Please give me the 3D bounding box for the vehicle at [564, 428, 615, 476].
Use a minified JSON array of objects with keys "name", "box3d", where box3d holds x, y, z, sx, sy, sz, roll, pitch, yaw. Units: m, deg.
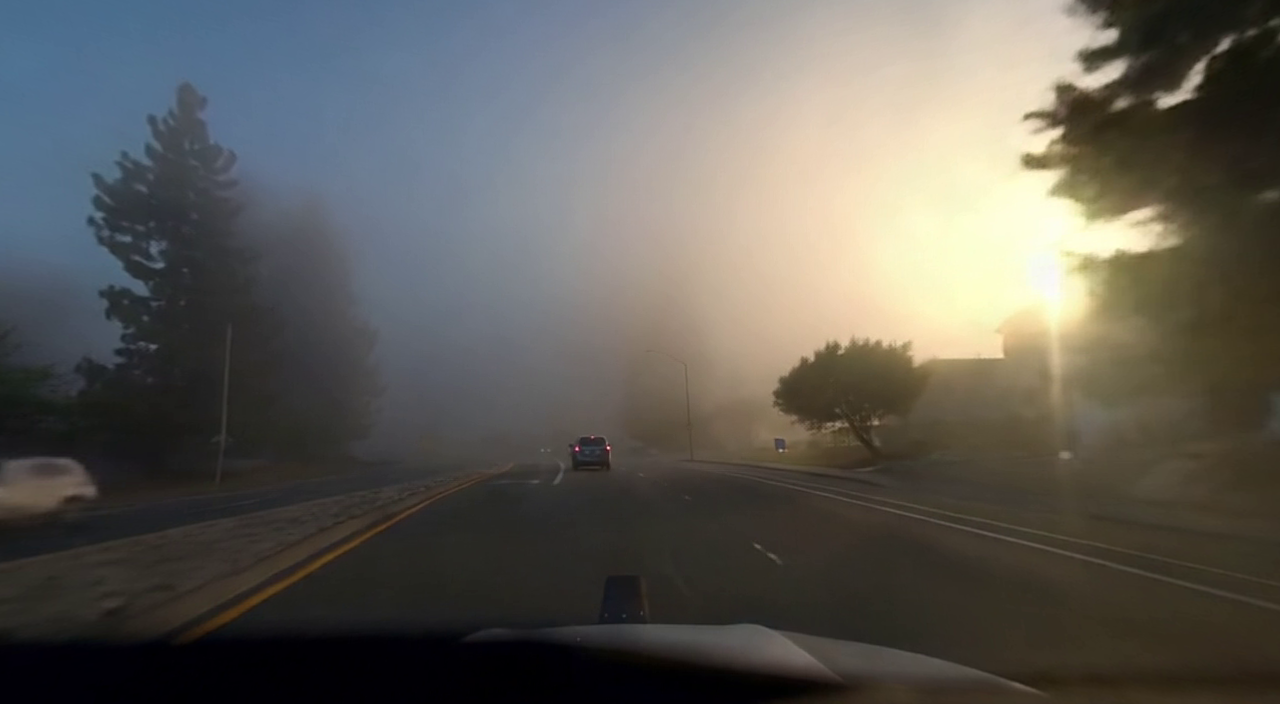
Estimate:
[{"name":"vehicle","box3d":[-2.391,4.582,28.892,2.072,2.002,4.391,1,-8,-8]}]
